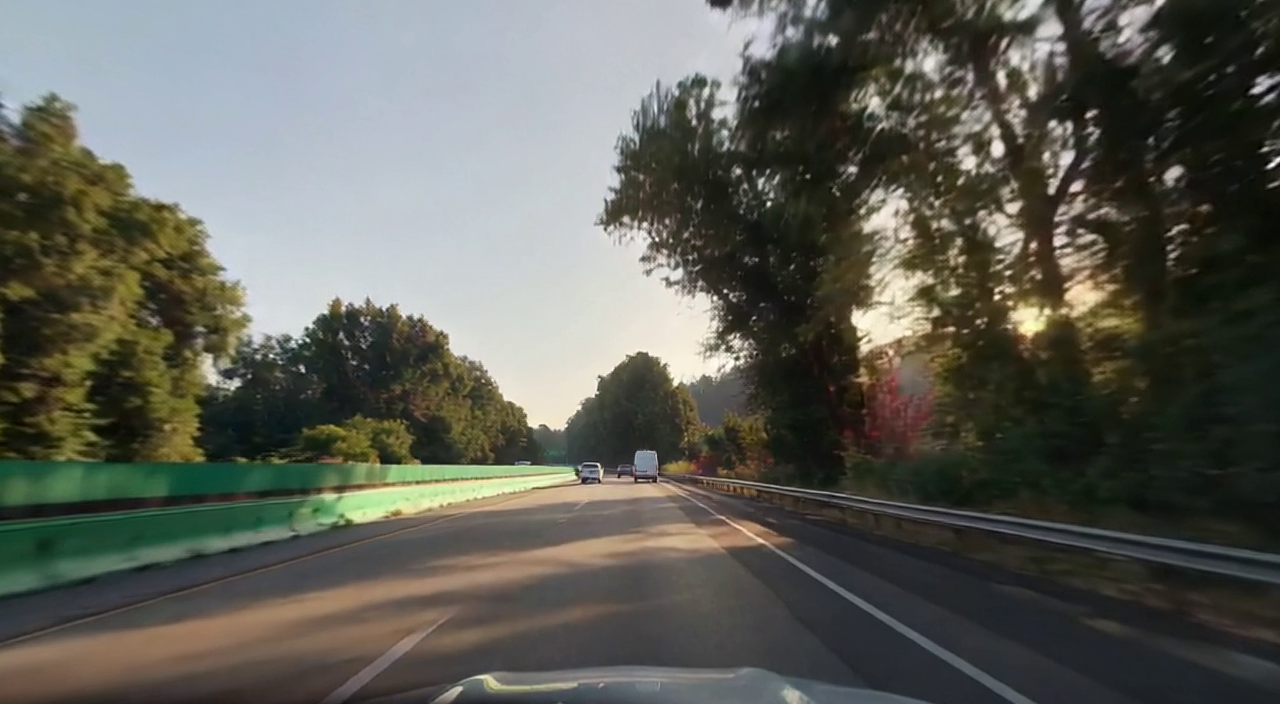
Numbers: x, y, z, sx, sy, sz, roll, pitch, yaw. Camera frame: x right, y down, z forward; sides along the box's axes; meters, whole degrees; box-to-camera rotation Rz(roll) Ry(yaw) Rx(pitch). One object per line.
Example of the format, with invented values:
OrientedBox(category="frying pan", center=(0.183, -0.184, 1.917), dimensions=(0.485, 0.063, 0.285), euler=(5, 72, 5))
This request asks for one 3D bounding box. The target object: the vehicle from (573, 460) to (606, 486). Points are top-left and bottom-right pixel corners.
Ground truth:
OrientedBox(category="vehicle", center=(-3.747, 9.124, 47.614), dimensions=(2.132, 1.805, 4.257), euler=(1, -11, 0))
